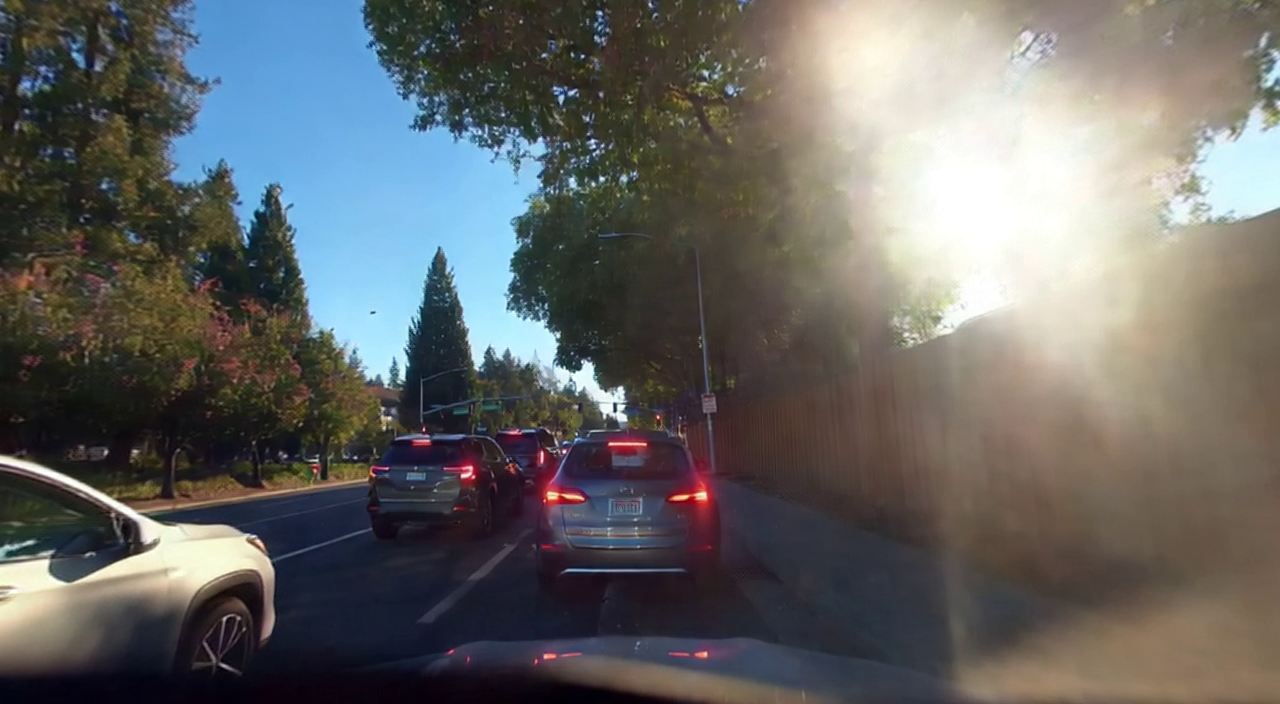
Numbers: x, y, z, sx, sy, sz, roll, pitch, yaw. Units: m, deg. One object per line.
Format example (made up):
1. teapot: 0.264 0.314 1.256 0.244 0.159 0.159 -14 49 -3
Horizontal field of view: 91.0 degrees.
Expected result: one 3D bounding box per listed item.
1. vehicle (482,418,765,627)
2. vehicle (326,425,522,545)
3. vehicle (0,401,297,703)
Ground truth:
1. vehicle: -0.143 1.493 6.451 1.995 1.460 3.865 0 -8 -1
2. vehicle: -3.229 2.041 10.263 1.850 1.582 3.688 0 -8 0
3. vehicle: -3.152 0.853 1.569 1.980 1.520 4.636 0 -8 0
